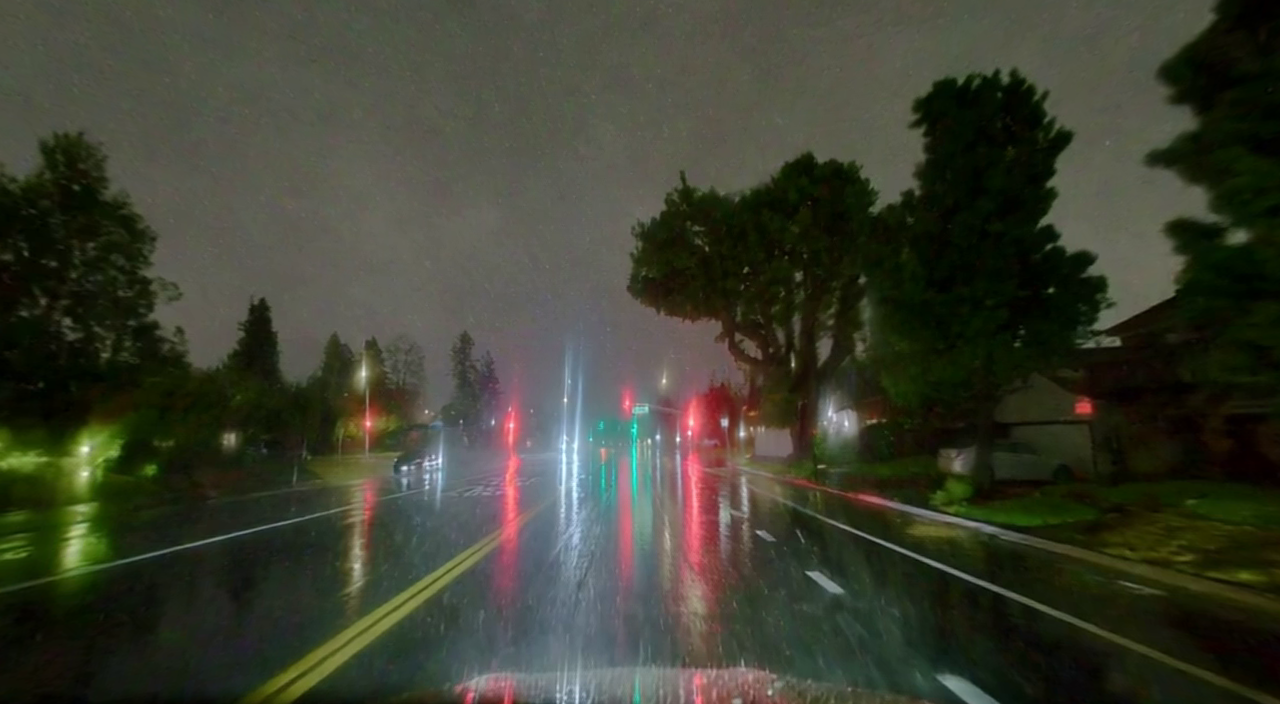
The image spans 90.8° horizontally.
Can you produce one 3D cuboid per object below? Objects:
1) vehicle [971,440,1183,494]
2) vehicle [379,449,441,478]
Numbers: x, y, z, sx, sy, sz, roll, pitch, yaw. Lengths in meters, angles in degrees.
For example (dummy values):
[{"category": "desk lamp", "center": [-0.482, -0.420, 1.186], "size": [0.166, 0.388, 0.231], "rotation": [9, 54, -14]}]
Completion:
[{"category": "vehicle", "center": [12.377, 3.270, 18.153], "size": [4.539, 1.404, 2.008], "rotation": [-1, -8, 2]}, {"category": "vehicle", "center": [-12.957, 6.292, 35.917], "size": [1.851, 1.482, 4.443], "rotation": [0, -8, 0]}]
